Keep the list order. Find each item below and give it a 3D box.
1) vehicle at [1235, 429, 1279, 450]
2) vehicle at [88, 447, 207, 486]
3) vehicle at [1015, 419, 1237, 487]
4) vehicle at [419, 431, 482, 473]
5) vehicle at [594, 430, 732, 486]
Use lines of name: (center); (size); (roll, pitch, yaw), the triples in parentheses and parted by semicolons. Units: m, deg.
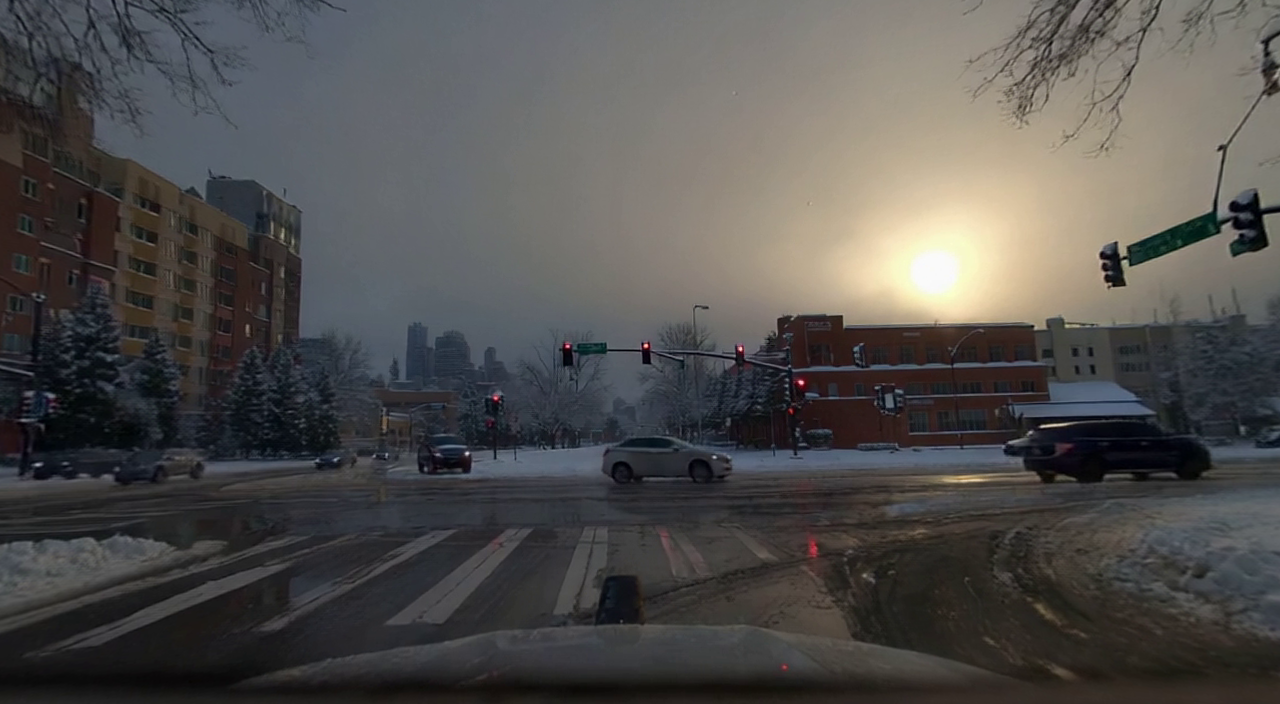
vehicle: (45.673, 6.282, 45.248); (1.786, 1.412, 4.330); (0, -9, 0)
vehicle: (-22.957, 5.302, 29.723); (1.938, 1.676, 4.483); (0, -9, 0)
vehicle: (14.302, 3.001, 18.888); (4.767, 1.877, 2.017); (-1, -9, 5)
vehicle: (-9.898, 5.133, 32.659); (2.223, 1.972, 5.310); (4, -9, -25)
vehicle: (0.746, 3.515, 21.152); (4.180, 1.678, 1.982); (-5, -10, 29)
